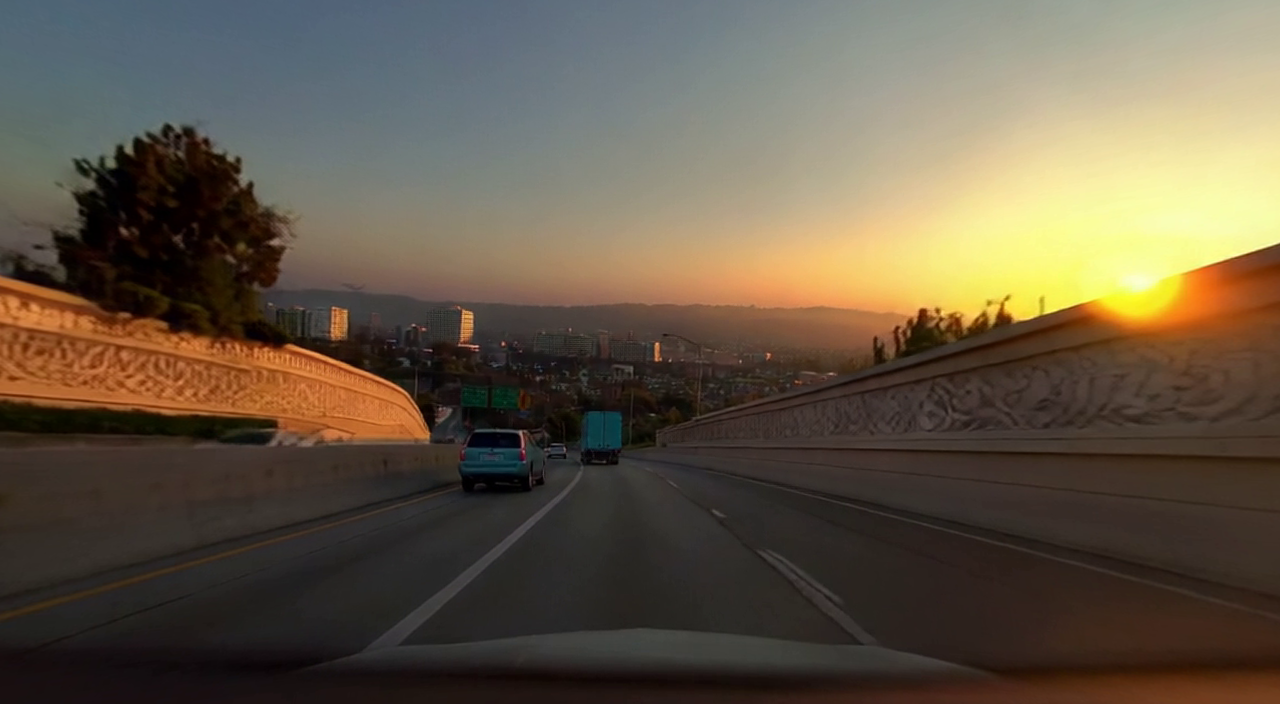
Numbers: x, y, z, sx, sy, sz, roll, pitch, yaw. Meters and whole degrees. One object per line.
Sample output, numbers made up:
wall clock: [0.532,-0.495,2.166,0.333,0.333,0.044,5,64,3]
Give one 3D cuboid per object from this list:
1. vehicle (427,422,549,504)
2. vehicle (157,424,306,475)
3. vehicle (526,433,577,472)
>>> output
vehicle: [-3.577,2.719,15.761,2.041,1.734,4.391,1,-9,-1]
vehicle: [-13.398,3.248,21.077,1.988,1.499,4.591,1,-9,-2]
vehicle: [-4.293,4.959,31.172,2.044,1.740,4.361,1,-9,-3]
